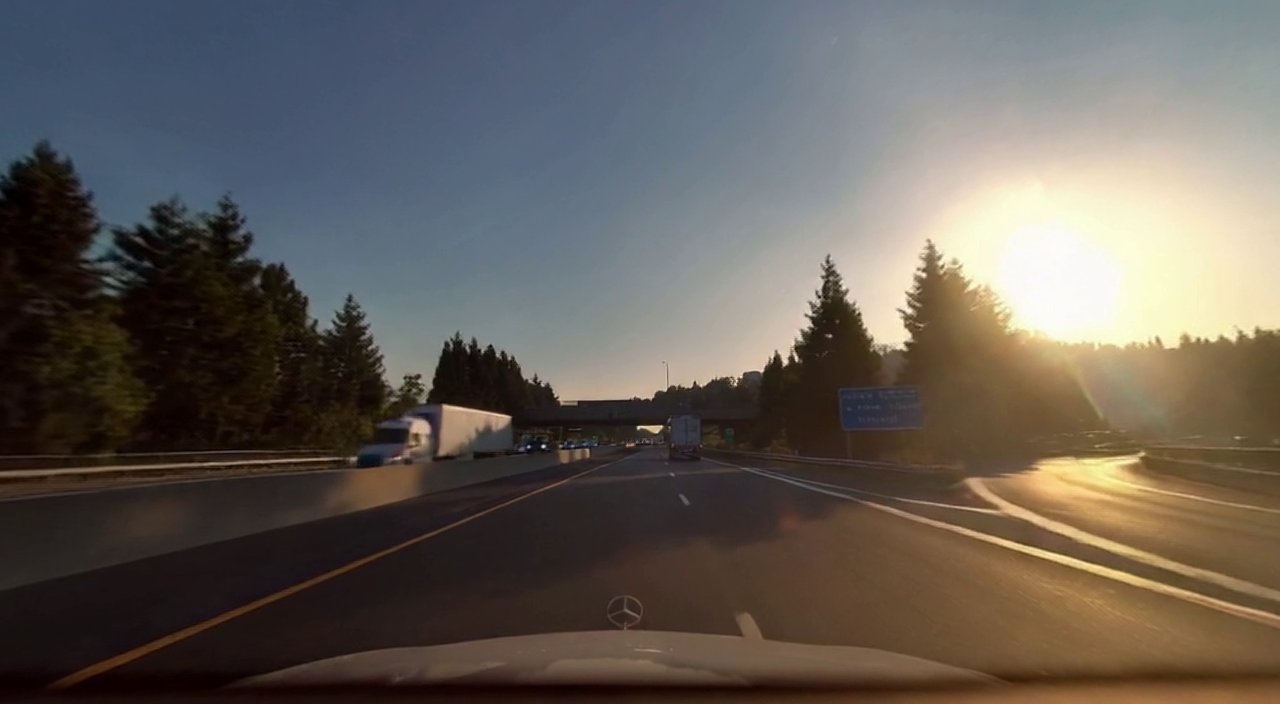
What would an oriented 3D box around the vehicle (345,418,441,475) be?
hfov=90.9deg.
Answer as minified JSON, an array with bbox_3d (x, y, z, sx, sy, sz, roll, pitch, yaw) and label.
[{"bbox_3d":[-12.791,4.976,33.189,2.422,2.721,5.859,0,-9,2],"label":"vehicle"}]
